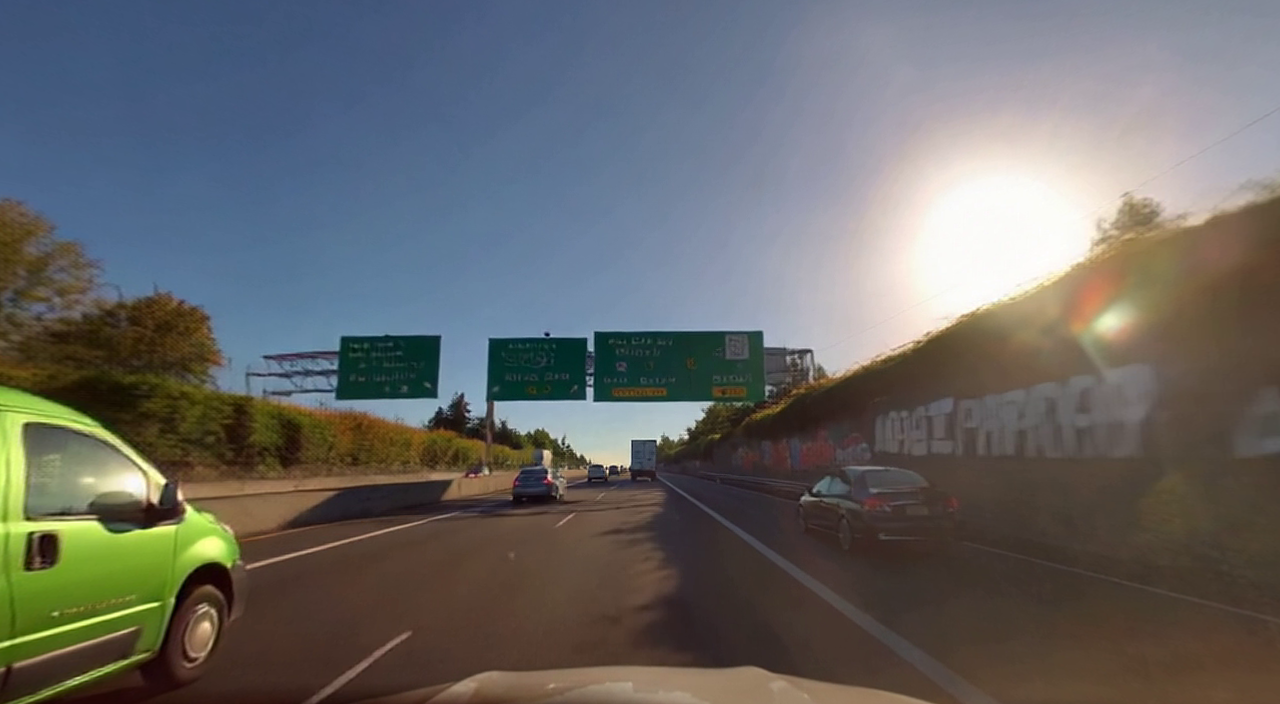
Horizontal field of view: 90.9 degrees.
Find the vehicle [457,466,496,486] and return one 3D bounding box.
[{"bbox_3d":[-12.715,9.657,49.270,1.873,1.475,4.620,1,-10,-1],"label":"vehicle"}]

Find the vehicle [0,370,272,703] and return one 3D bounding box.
[{"bbox_3d":[-3.416,0.765,1.771,2.004,1.610,4.508,1,-10,0],"label":"vehicle"}]

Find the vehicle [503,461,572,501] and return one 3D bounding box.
[{"bbox_3d":[-4.034,5.194,25.531,2.054,1.443,4.131,1,-10,0],"label":"vehicle"}]

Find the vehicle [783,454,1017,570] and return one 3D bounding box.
[{"bbox_3d":[3.825,2.446,10.242,1.917,1.458,4.199,1,-10,-2],"label":"vehicle"}]
